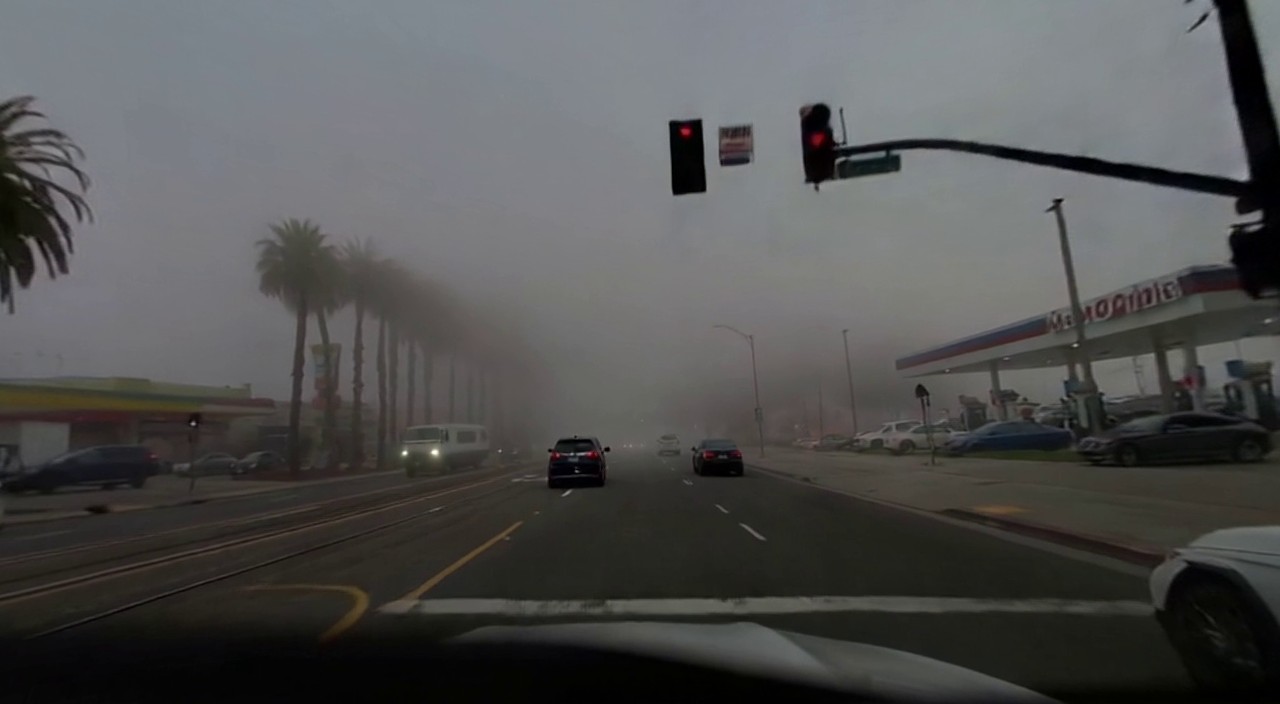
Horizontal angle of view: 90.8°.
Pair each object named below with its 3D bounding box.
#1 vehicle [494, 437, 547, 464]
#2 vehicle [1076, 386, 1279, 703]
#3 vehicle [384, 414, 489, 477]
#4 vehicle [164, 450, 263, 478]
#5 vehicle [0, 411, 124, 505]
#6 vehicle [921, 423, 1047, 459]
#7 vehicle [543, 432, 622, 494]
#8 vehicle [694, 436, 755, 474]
[{"bbox_3d":[-8.696,7.254,46.387,2.169,1.853,4.853,-2,-9,10],"label":"vehicle"},{"bbox_3d":[3.448,0.699,1.359,1.987,1.474,4.198,-1,-9,0],"label":"vehicle"},{"bbox_3d":[-10.814,5.093,34.677,2.662,2.995,8.344,0,-8,2],"label":"vehicle"},{"bbox_3d":[-30.067,7.911,44.672,5.349,1.859,2.259,-1,-10,0],"label":"vehicle"},{"bbox_3d":[-24.019,3.929,23.340,2.791,3.271,7.924,-1,-9,3],"label":"vehicle"},{"bbox_3d":[14.627,3.827,27.031,4.293,1.438,1.773,-1,-9,1],"label":"vehicle"},{"bbox_3d":[-1.659,3.181,18.338,2.021,1.550,4.090,0,-9,-5],"label":"vehicle"},{"bbox_3d":[3.458,4.307,26.564,1.889,1.448,4.262,0,-9,-1],"label":"vehicle"}]
